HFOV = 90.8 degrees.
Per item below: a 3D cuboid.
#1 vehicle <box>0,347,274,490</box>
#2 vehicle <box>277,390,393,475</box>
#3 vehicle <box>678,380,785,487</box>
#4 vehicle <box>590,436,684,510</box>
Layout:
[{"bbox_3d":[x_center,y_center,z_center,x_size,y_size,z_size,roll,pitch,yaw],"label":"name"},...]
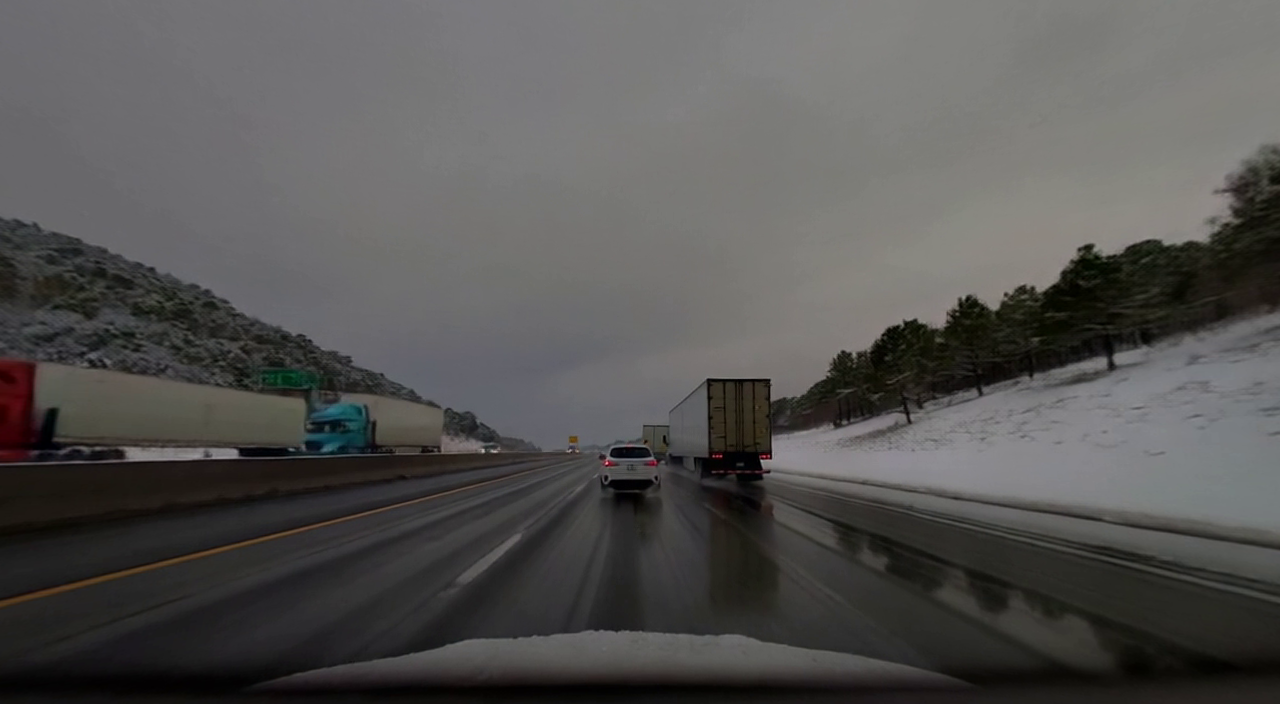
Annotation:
[{"bbox_3d":[-19.748,2.940,24.568,2.833,4.023,14.091,0,-9,-1],"label":"vehicle"},{"bbox_3d":[-15.481,4.248,32.591,2.985,3.964,5.868,0,-9,-1],"label":"vehicle"},{"bbox_3d":[3.893,4.168,31.023,2.812,4.024,14.098,0,-9,-1],"label":"vehicle"},{"bbox_3d":[-0.082,3.049,16.234,2.109,1.639,3.768,0,-9,-1],"label":"vehicle"}]
